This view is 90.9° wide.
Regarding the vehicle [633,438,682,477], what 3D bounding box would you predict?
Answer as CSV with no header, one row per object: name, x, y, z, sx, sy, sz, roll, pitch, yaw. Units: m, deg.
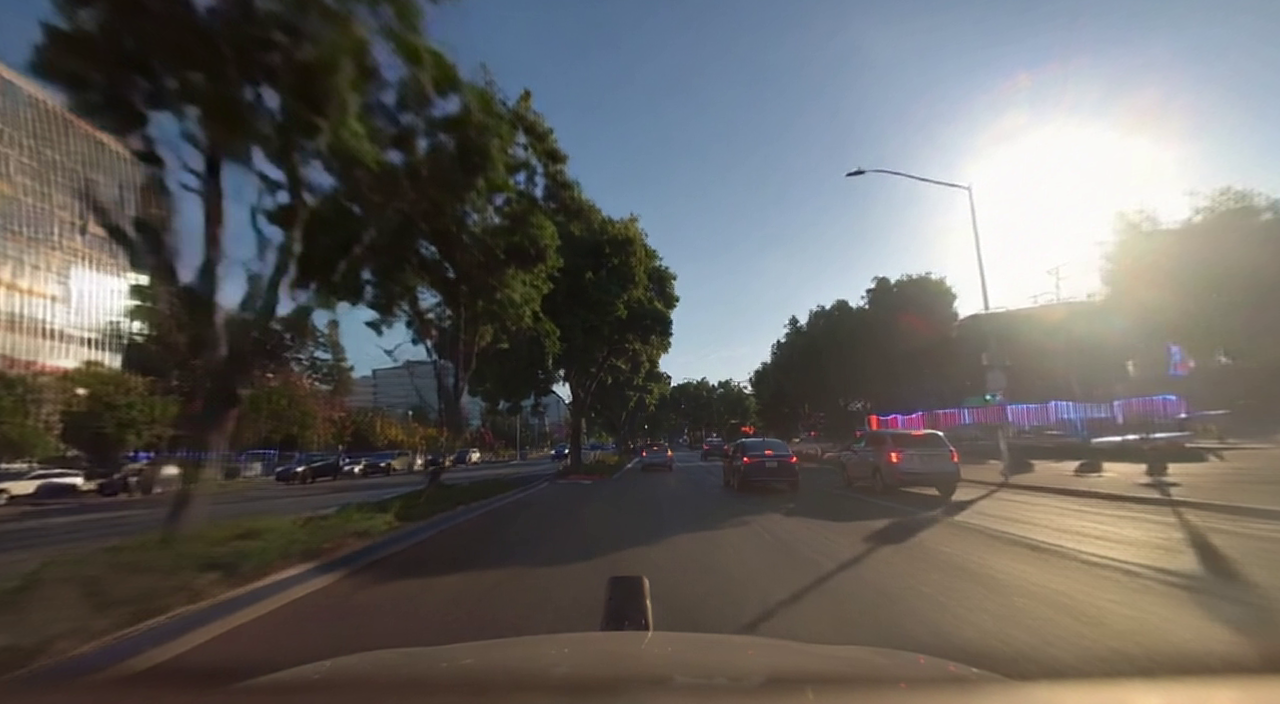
vehicle,0.741,4.908,29.547,2.125,1.669,3.880,0,-8,0

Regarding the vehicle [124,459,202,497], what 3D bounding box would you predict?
vehicle,-24.564,6.454,32.634,2.076,1.688,4.635,3,-9,-23

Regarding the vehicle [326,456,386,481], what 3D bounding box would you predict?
vehicle,-18.002,7.403,40.174,1.716,1.412,4.335,0,-8,1

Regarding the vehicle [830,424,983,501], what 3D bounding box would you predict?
vehicle,6.908,2.916,17.029,1.963,1.783,4.722,0,-8,-1

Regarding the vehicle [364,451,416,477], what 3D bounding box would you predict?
vehicle,-17.870,8.003,45.297,1.847,1.730,4.530,0,-8,1

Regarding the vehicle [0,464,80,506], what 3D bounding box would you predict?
vehicle,-30.603,6.734,32.226,1.944,1.794,4.468,5,-10,-30

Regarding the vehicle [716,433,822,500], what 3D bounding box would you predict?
vehicle,3.404,3.126,17.626,1.931,1.591,4.708,0,-8,0

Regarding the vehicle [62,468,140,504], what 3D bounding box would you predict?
vehicle,-27.401,6.790,32.222,1.989,1.476,4.088,4,-9,-26

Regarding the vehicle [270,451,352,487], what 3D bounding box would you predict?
vehicle,-17.950,6.384,34.646,1.954,1.779,4.635,0,-8,0
